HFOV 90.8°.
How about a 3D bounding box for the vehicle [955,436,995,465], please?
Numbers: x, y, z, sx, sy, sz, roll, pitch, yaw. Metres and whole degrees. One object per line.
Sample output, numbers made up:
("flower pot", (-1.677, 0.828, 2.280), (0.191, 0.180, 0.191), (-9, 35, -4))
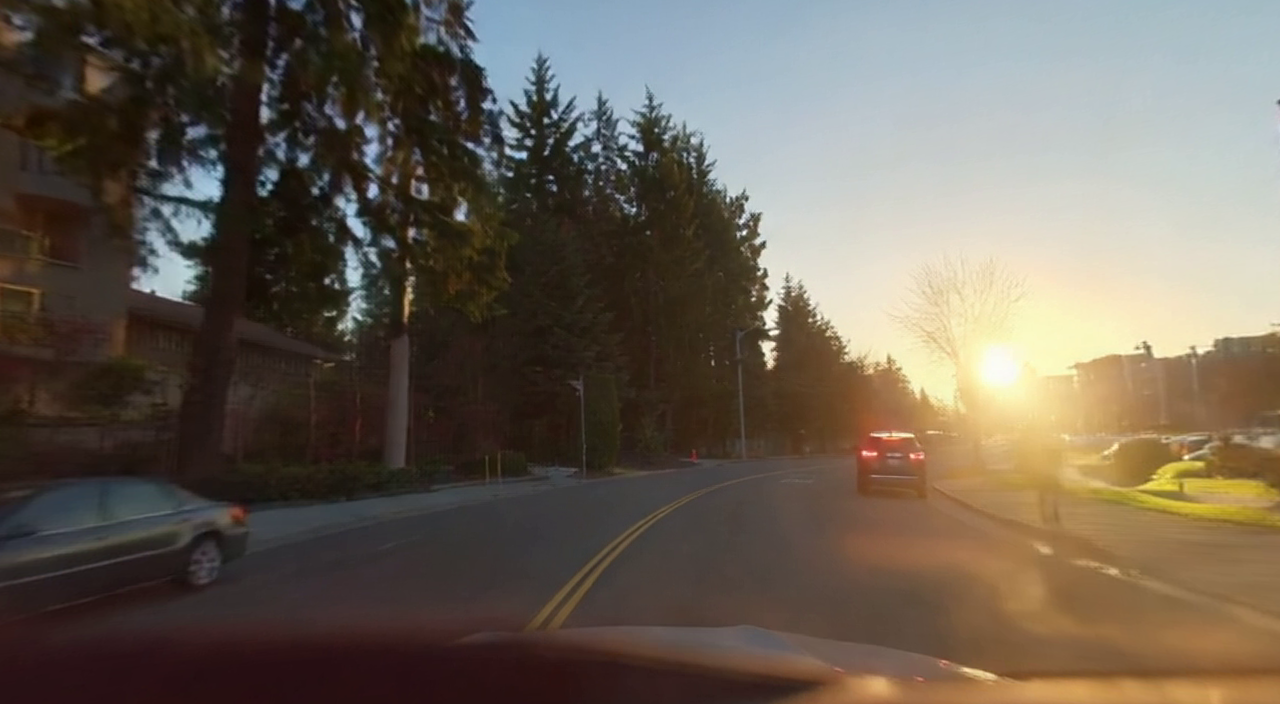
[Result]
("vehicle", (22.238, 6.550, 41.849), (1.922, 1.785, 4.513), (-6, -12, 31))

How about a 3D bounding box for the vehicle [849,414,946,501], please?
("vehicle", (7.283, 3.007, 18.228), (2.043, 2.250, 3.024), (-2, -9, 13))

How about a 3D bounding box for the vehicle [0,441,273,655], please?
("vehicle", (-5.388, 1.483, 5.199), (1.930, 1.487, 4.213), (0, -9, 5))
